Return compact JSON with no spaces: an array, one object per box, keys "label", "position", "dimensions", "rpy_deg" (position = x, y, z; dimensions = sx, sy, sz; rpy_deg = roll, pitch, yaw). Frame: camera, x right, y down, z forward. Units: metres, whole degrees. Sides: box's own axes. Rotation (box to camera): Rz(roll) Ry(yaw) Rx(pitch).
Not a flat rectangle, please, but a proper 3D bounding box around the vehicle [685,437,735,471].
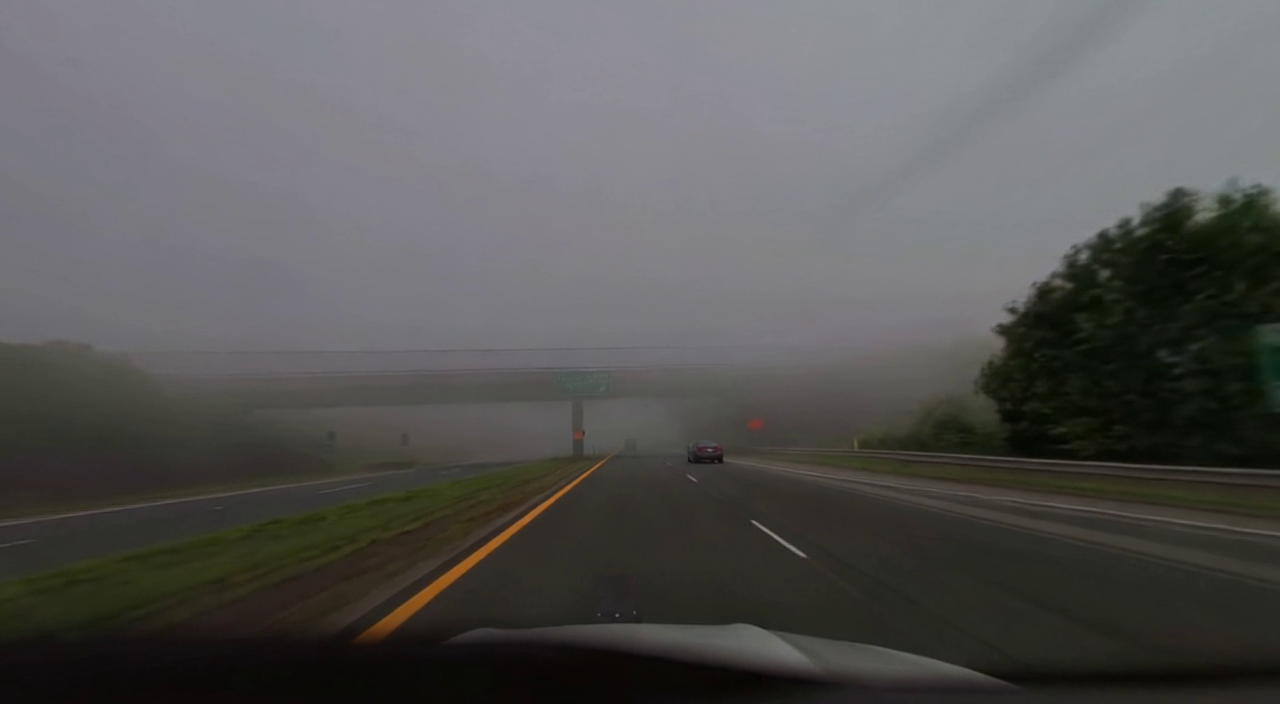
[{"label":"vehicle","position":[3.176,4.669,29.026],"dimensions":[1.781,1.470,3.540],"rpy_deg":[0,-8,-2]}]
